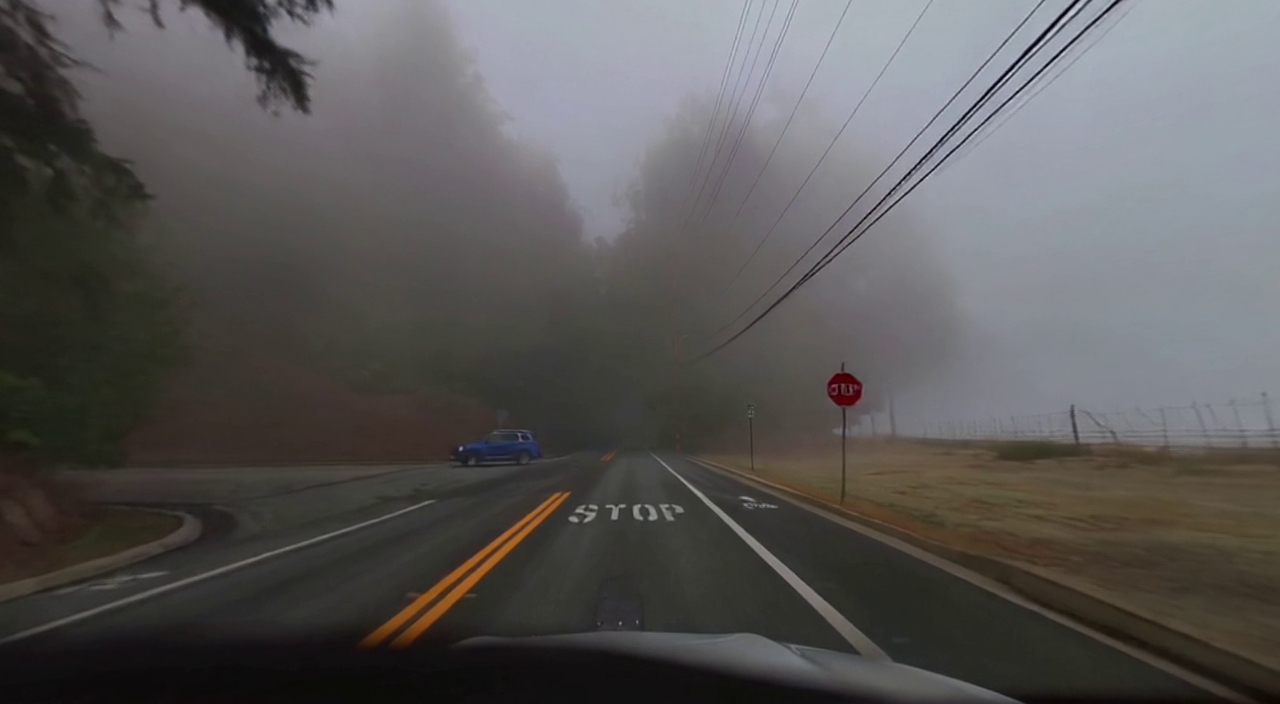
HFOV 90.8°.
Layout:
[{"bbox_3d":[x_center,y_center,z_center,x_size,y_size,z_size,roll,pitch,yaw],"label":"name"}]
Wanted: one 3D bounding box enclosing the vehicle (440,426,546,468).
[{"bbox_3d":[-7.526,4.921,32.781,2.348,1.973,5.020,-6,-10,35],"label":"vehicle"}]
